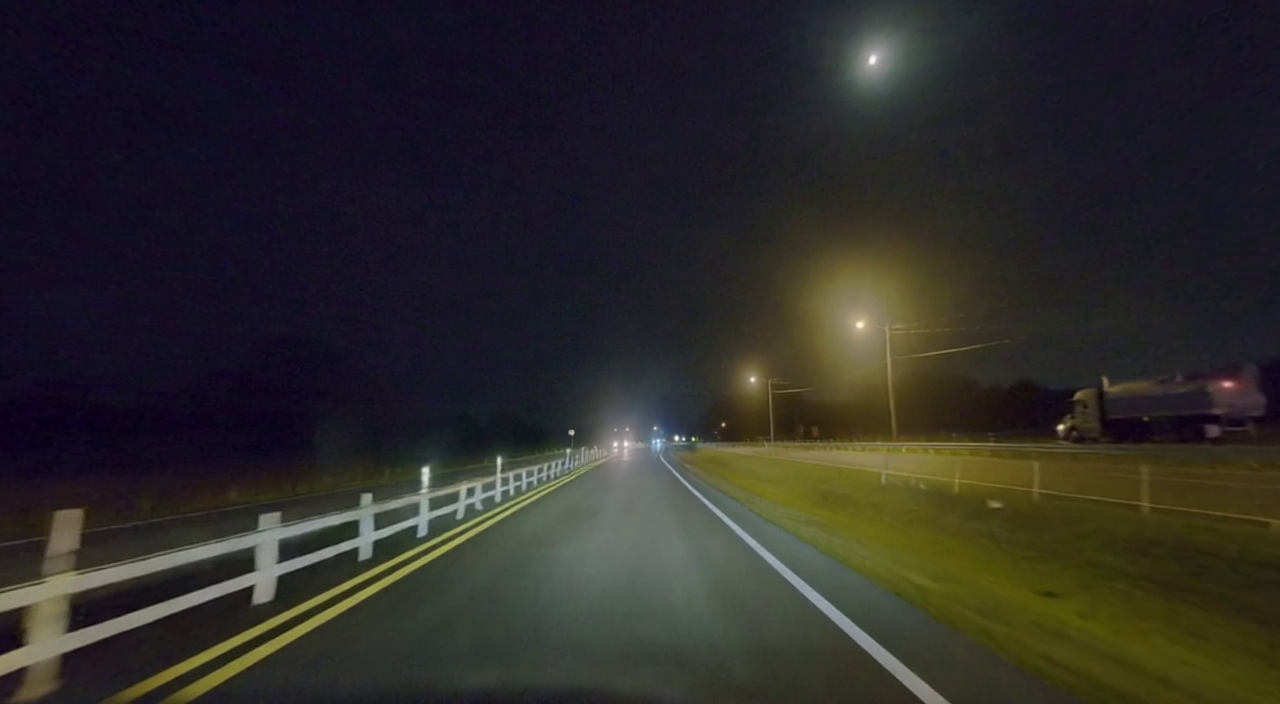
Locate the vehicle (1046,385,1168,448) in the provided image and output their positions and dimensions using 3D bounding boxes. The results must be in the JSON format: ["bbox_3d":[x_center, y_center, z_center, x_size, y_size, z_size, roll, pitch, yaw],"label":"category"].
[{"bbox_3d":[24.857,3.553,33.831,4.691,3.097,3.036,-5,-9,30],"label":"vehicle"}]
